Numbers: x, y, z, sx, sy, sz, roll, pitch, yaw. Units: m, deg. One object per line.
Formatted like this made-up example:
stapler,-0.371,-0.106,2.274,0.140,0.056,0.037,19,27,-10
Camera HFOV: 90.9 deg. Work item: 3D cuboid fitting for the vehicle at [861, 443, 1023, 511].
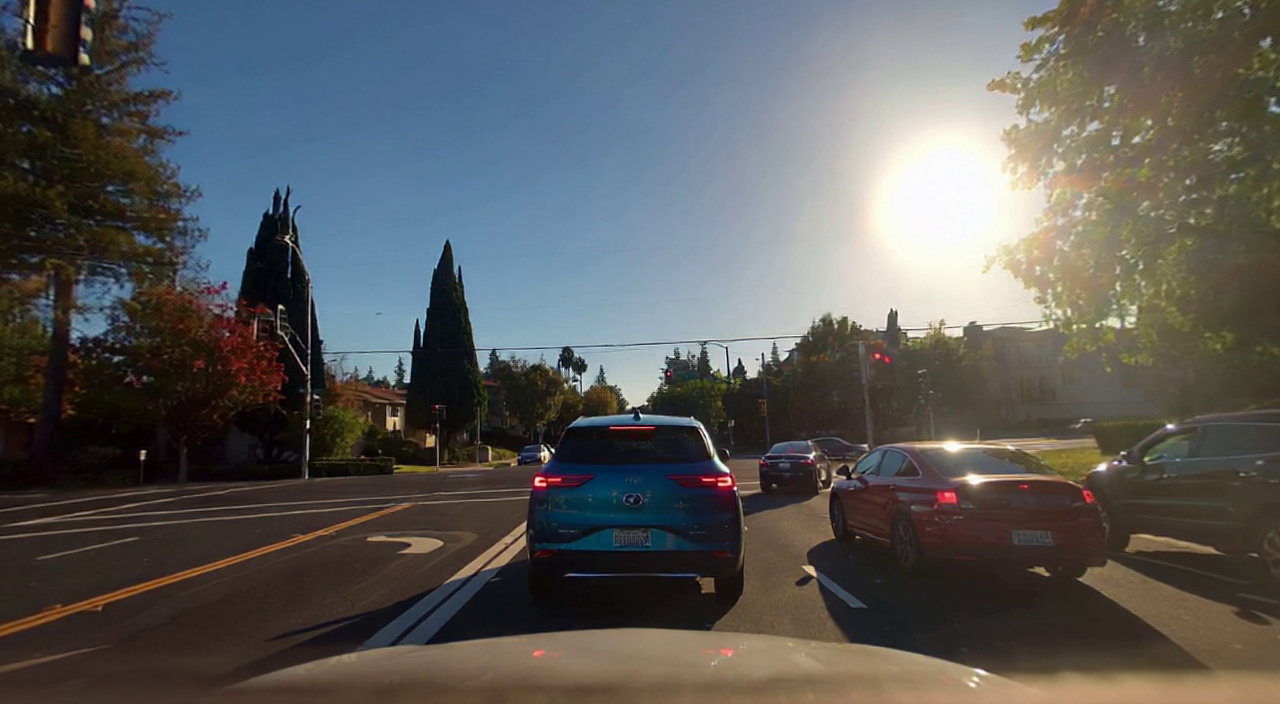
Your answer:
vehicle,7.281,3.013,15.824,1.860,1.436,4.479,0,-8,0

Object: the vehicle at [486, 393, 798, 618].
vehicle,0.043,1.470,6.975,2.322,1.667,4.367,0,-8,1

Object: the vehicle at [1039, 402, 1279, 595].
vehicle,7.020,1.539,7.049,1.989,1.791,4.735,0,-8,0
